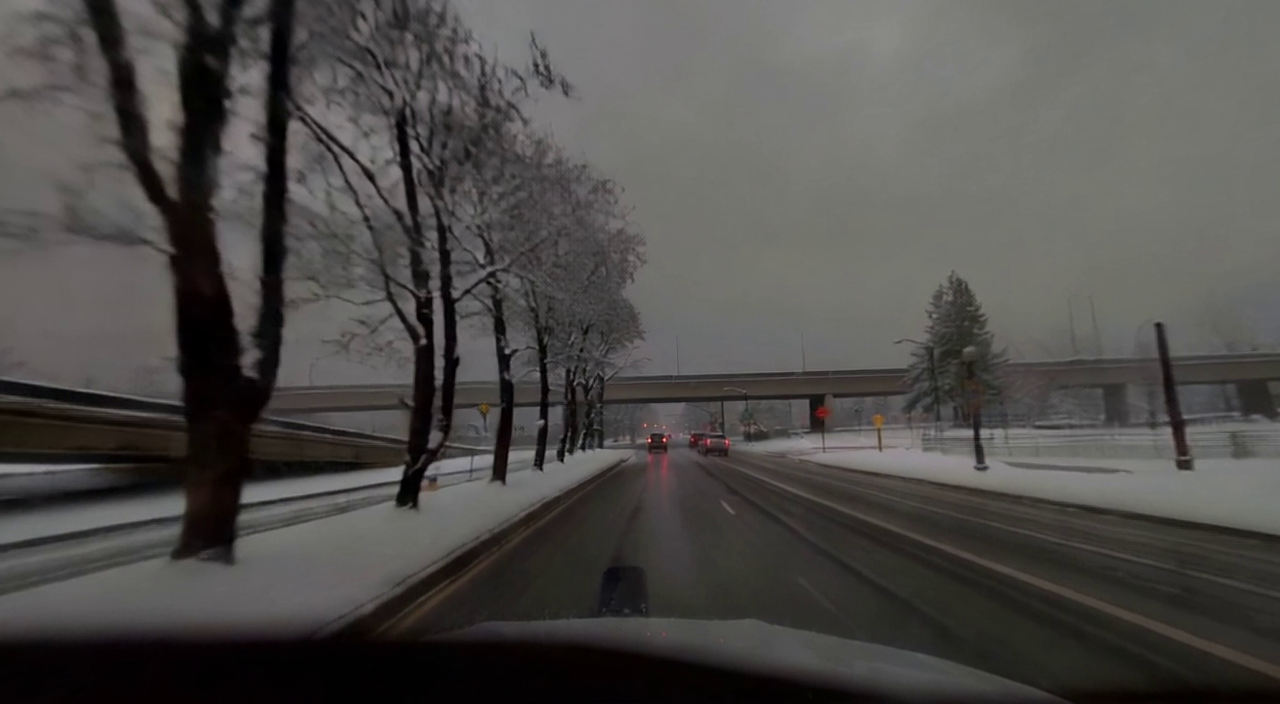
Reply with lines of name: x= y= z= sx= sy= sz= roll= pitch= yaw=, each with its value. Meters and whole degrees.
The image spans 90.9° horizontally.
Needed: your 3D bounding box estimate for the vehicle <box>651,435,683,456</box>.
vehicle: x=2.068 y=7.064 z=47.484 sx=2.280 sy=1.475 sz=4.051 roll=-1 pitch=-8 yaw=4
